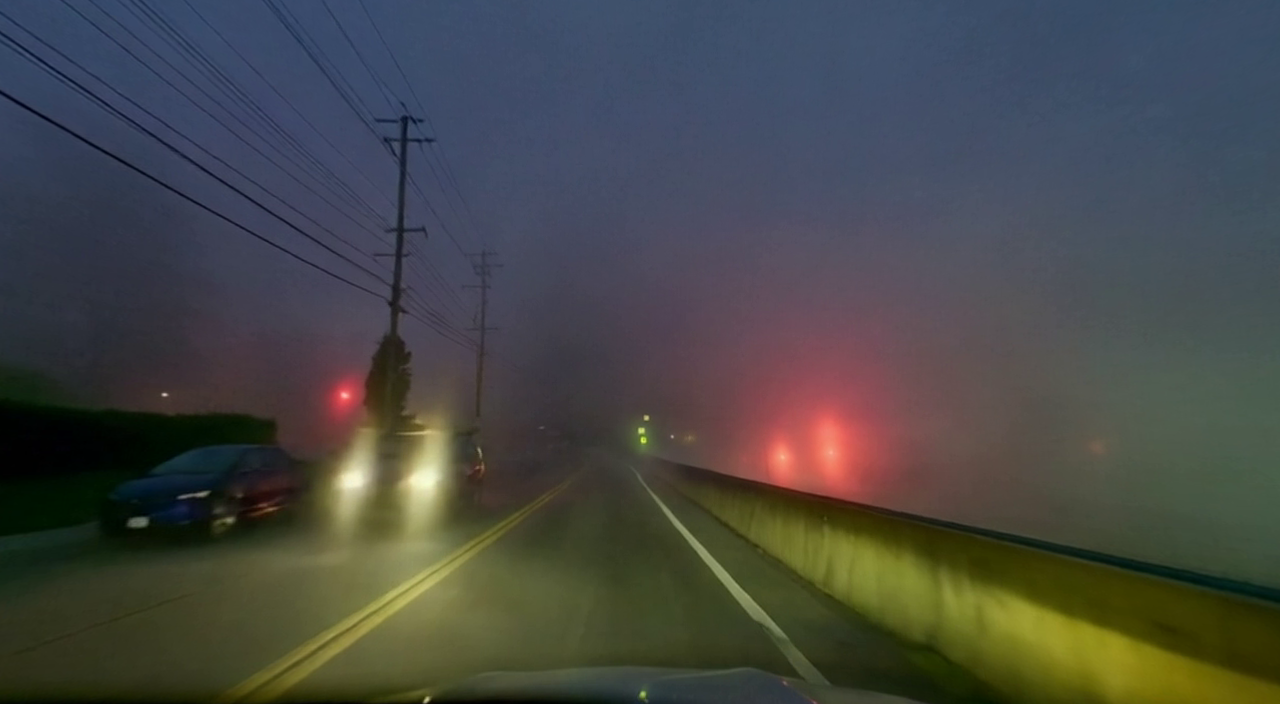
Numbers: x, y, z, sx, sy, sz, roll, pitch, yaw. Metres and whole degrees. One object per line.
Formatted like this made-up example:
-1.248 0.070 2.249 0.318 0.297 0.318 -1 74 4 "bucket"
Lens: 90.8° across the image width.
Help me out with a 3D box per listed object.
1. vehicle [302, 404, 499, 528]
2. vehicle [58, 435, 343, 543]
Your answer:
-4.246 2.122 12.206 2.057 1.905 4.670 0 -9 -2 "vehicle"
-7.470 2.337 11.569 1.863 1.522 4.901 0 -9 -3 "vehicle"
